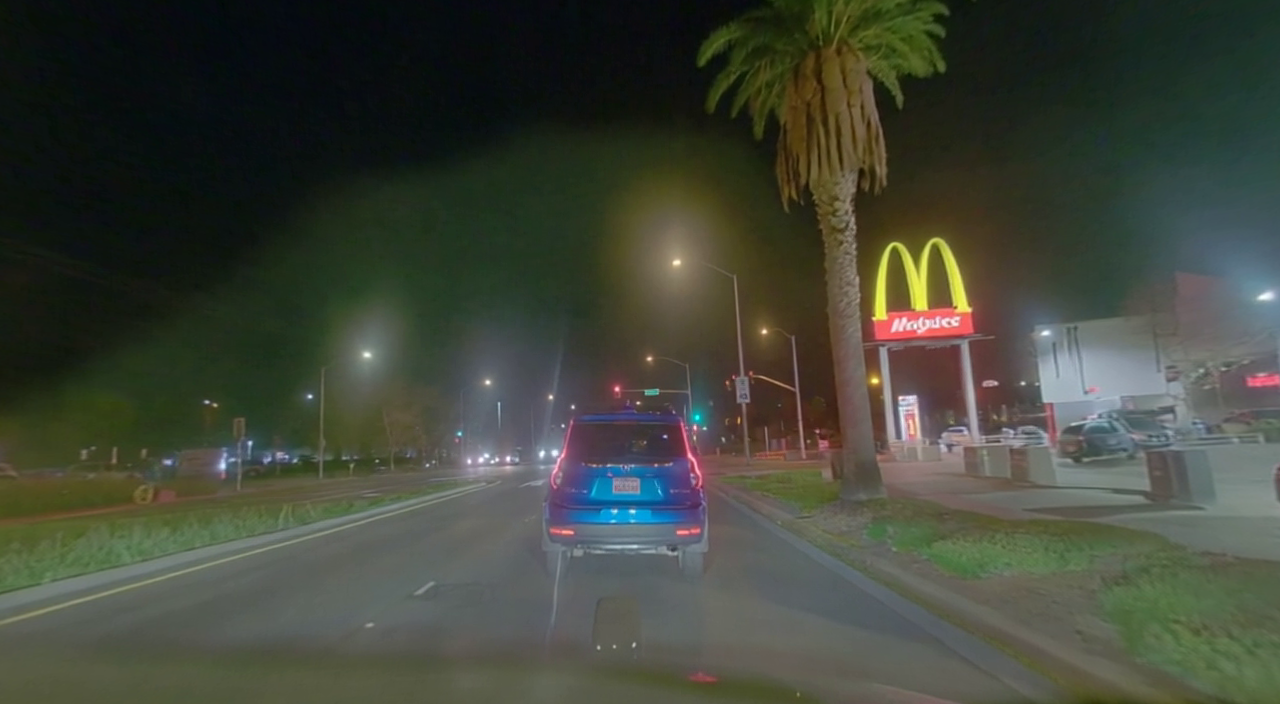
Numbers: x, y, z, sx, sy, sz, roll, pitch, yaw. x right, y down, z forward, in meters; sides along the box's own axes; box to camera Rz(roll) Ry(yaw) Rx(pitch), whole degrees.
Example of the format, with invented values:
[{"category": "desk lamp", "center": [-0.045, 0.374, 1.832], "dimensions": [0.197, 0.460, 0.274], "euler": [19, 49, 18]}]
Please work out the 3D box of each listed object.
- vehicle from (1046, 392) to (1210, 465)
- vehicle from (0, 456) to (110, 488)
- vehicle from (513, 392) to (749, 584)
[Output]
[{"category": "vehicle", "center": [16.096, 2.584, 20.718], "dimensions": [6.060, 2.047, 2.490], "euler": [6, -11, -36]}, {"category": "vehicle", "center": [-28.408, 5.581, 29.512], "dimensions": [5.154, 1.343, 1.943], "euler": [4, -9, -25]}, {"category": "vehicle", "center": [-0.132, 1.581, 8.029], "dimensions": [2.234, 1.818, 3.869], "euler": [0, -9, -1]}]
